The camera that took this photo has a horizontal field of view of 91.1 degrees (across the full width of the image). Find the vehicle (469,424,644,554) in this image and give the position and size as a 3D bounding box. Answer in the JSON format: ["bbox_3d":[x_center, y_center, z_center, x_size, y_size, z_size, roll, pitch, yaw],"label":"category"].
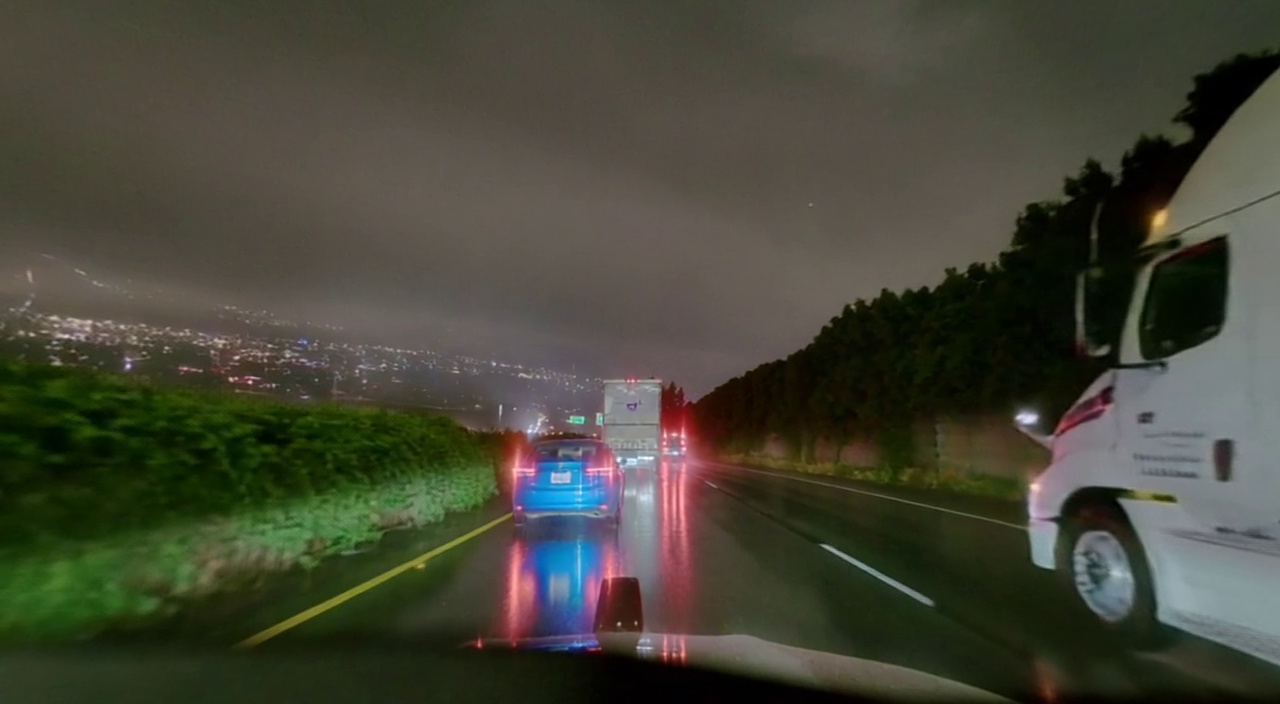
[{"bbox_3d":[-1.025,1.984,9.703,2.038,1.582,3.729,-1,-9,2],"label":"vehicle"}]

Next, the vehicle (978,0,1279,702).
[{"bbox_3d":[4.895,-0.295,3.091,2.982,4.187,6.008,0,-9,1],"label":"vehicle"}]
